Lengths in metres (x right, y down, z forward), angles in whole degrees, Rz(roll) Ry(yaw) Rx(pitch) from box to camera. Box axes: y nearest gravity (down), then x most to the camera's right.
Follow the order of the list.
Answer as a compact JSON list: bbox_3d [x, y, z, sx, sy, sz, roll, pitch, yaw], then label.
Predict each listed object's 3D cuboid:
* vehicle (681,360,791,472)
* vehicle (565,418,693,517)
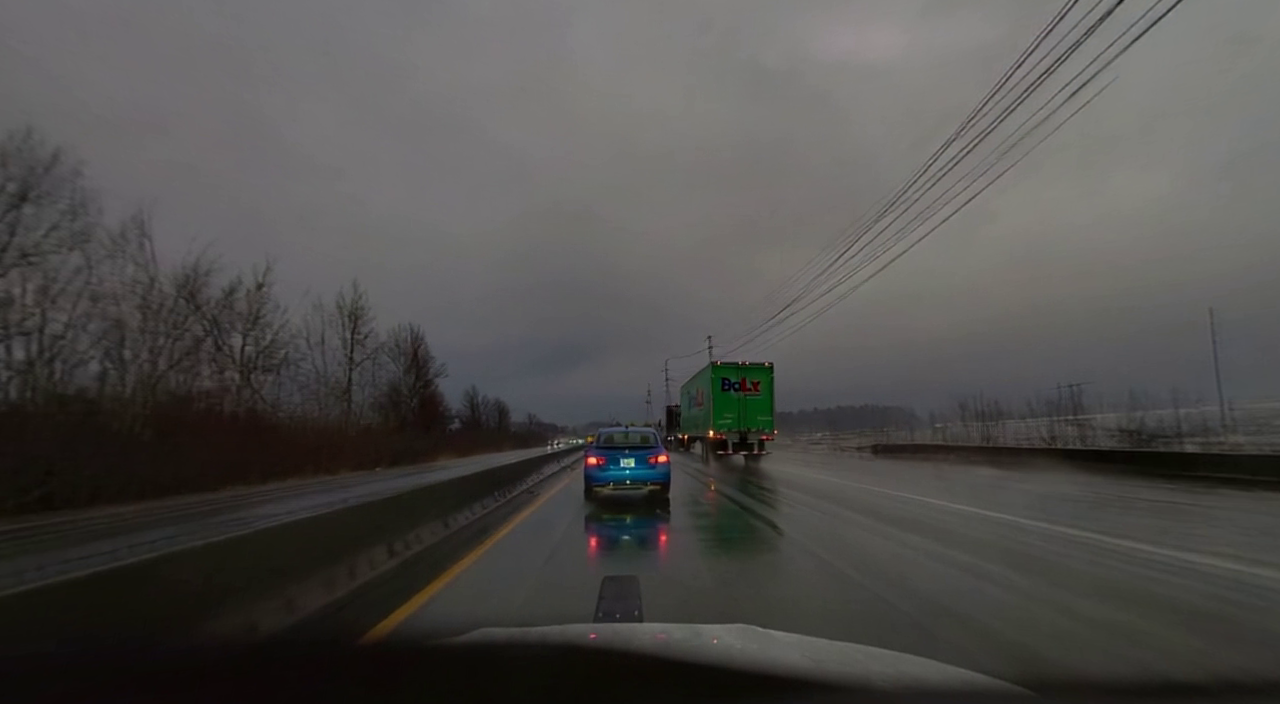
[{"bbox_3d":[3.606,2.818,26.306,2.835,3.872,8.916,0,-8,-2],"label":"vehicle"},{"bbox_3d":[-0.211,2.128,12.130,2.062,1.581,3.914,0,-8,-1],"label":"vehicle"}]
